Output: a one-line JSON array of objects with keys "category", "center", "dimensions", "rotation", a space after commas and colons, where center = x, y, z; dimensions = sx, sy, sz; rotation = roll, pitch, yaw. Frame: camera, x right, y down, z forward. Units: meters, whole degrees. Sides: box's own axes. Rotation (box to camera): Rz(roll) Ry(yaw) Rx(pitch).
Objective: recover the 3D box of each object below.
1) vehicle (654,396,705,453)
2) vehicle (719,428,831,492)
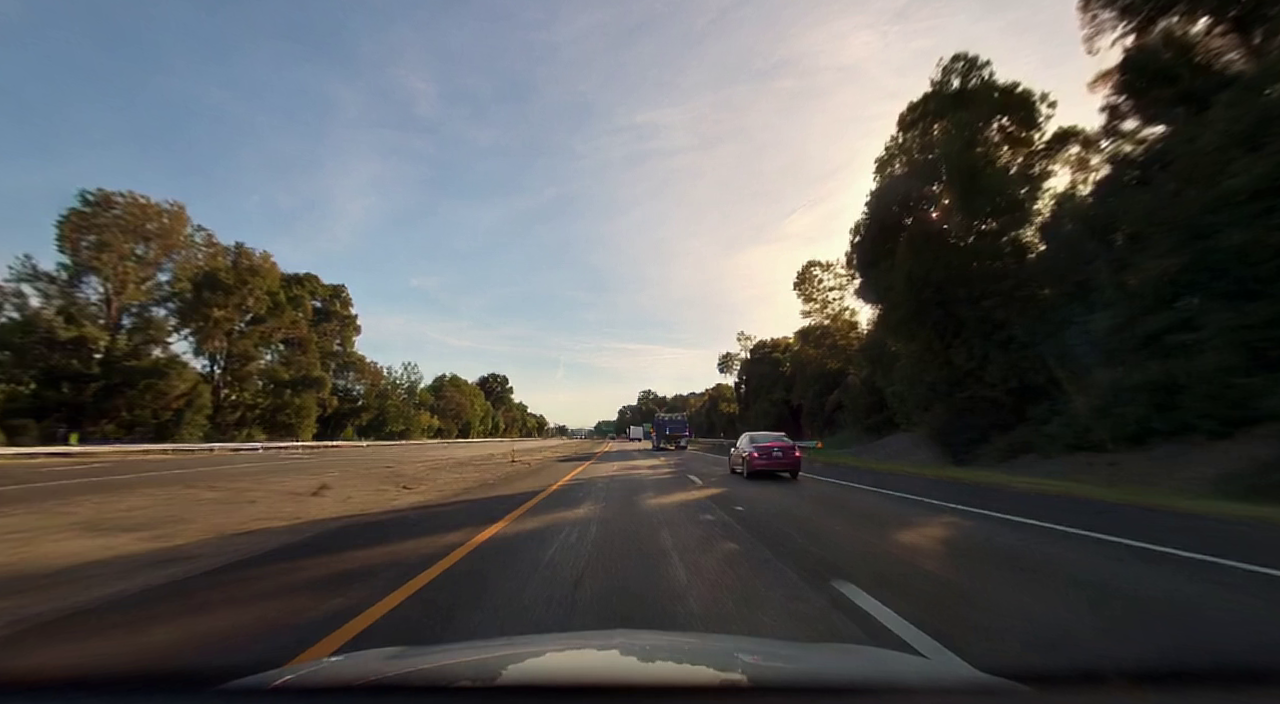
[{"category": "vehicle", "center": [2.891, 5.851, 49.984], "dimensions": [2.911, 3.994, 10.840], "rotation": [0, -8, -2]}, {"category": "vehicle", "center": [3.467, 2.833, 16.969], "dimensions": [1.984, 1.482, 3.833], "rotation": [0, -8, -3]}]
